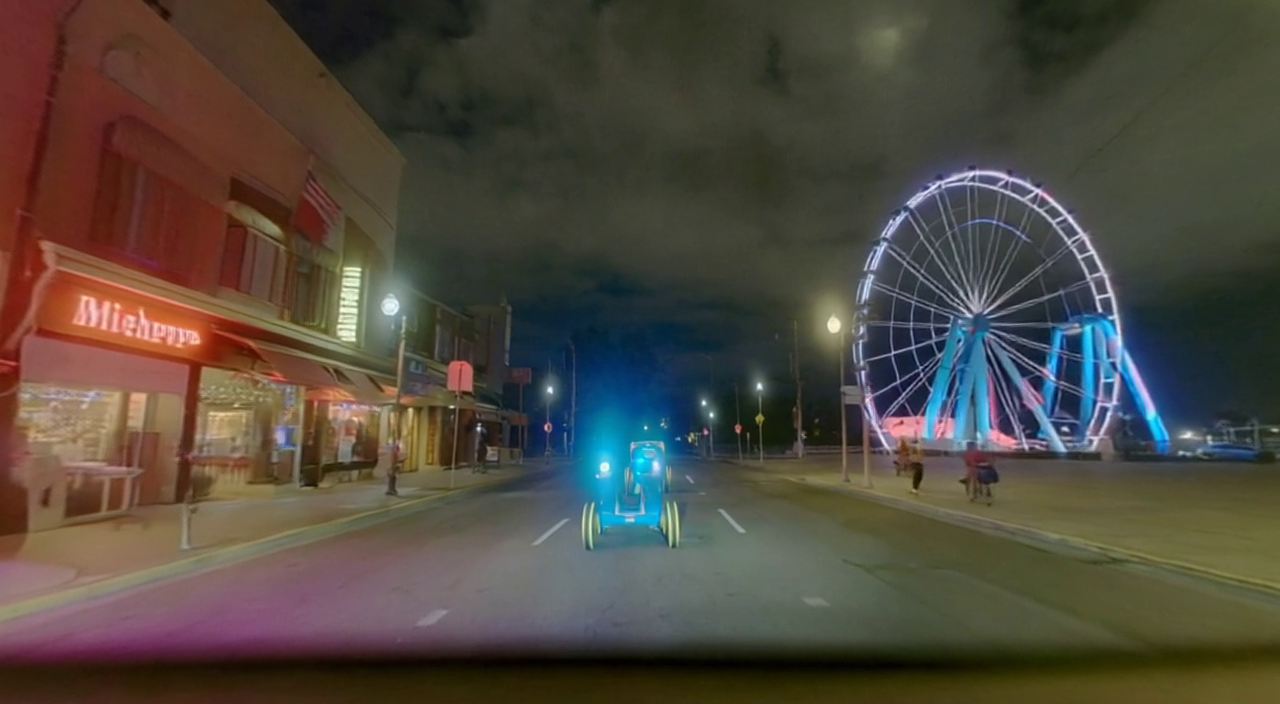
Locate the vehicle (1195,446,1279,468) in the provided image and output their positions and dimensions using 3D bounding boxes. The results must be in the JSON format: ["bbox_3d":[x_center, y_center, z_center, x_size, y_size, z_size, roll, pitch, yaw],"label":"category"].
[{"bbox_3d":[41.713,7.305,43.859,4.120,1.445,1.893,-2,-9,10],"label":"vehicle"}]

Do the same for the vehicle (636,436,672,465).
[{"bbox_3d":[0.931,6.387,40.826,2.221,1.773,4.228,0,-9,2],"label":"vehicle"}]
